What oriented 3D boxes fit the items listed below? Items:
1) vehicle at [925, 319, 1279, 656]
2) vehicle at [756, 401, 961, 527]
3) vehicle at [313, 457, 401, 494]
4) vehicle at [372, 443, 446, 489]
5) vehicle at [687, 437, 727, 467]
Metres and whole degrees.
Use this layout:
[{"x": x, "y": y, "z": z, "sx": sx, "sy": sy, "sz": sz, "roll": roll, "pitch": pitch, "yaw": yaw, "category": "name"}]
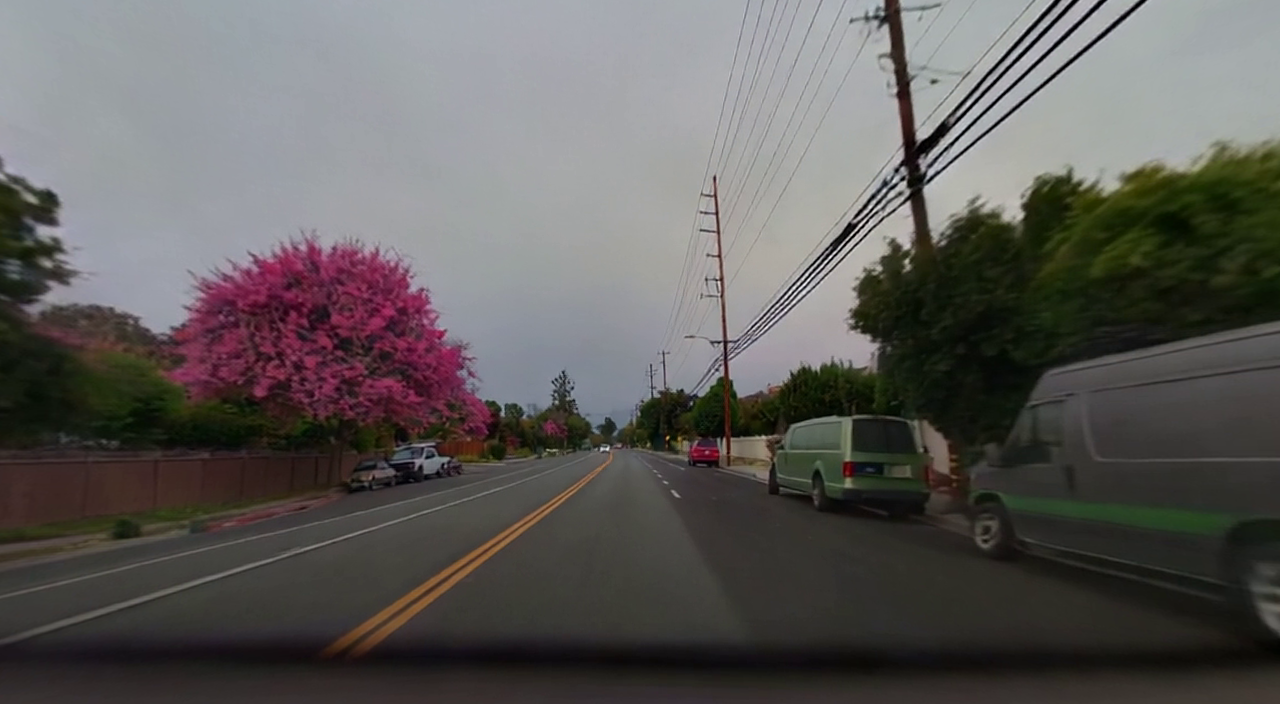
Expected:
[{"x": 5.246, "y": 1.110, "z": 5.620, "sx": 2.335, "sy": 2.193, "sz": 5.656, "roll": 1, "pitch": -9, "yaw": -5, "category": "vehicle"}, {"x": 4.552, "y": 2.539, "z": 14.901, "sx": 2.578, "sy": 2.248, "sz": 7.011, "roll": -1, "pitch": -9, "yaw": 2, "category": "vehicle"}, {"x": -13.544, "y": 5.900, "z": 30.590, "sx": 2.041, "sy": 1.573, "sz": 4.575, "roll": 0, "pitch": -9, "yaw": 1, "category": "vehicle"}, {"x": -13.529, "y": 6.644, "z": 37.413, "sx": 2.331, "sy": 2.265, "sz": 5.888, "roll": -2, "pitch": -7, "yaw": -1, "category": "vehicle"}, {"x": 4.741, "y": 7.135, "z": 45.311, "sx": 2.238, "sy": 1.995, "sz": 5.491, "roll": 0, "pitch": -9, "yaw": 0, "category": "vehicle"}]
